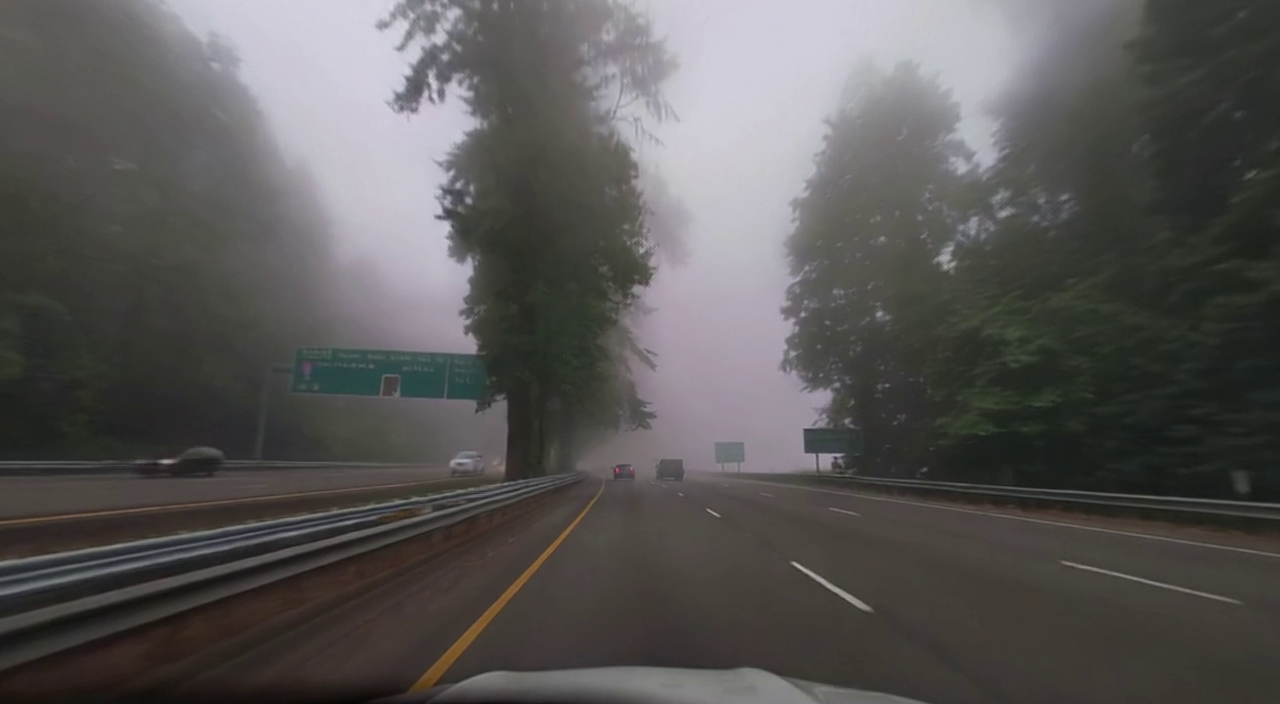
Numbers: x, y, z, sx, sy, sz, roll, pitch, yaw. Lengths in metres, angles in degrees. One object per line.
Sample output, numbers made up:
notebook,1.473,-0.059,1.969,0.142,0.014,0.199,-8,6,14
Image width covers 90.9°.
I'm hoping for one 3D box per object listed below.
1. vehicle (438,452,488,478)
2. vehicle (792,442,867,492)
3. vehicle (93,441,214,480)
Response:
vehicle,-11.275,7.281,40.509,1.965,1.501,4.441,1,-10,-1
vehicle,11.210,6.930,37.953,2.398,2.721,6.295,1,-11,-2
vehicle,-21.325,4.829,27.864,1.868,1.546,4.332,1,-10,-1
